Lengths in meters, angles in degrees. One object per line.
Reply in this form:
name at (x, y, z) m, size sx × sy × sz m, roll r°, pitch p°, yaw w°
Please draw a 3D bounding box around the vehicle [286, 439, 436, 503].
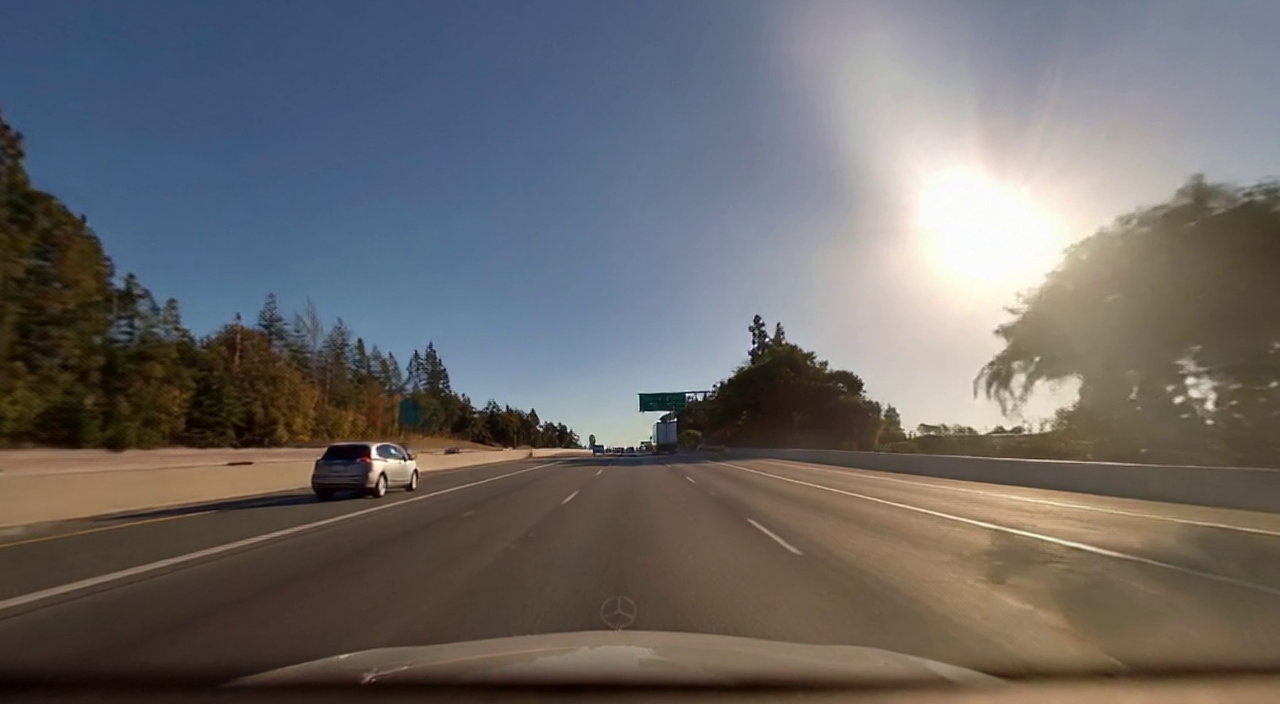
vehicle at (-7.334, 3.151, 17.227) m, size 2.033 × 1.494 × 4.508 m, roll 0°, pitch -9°, yaw 0°
